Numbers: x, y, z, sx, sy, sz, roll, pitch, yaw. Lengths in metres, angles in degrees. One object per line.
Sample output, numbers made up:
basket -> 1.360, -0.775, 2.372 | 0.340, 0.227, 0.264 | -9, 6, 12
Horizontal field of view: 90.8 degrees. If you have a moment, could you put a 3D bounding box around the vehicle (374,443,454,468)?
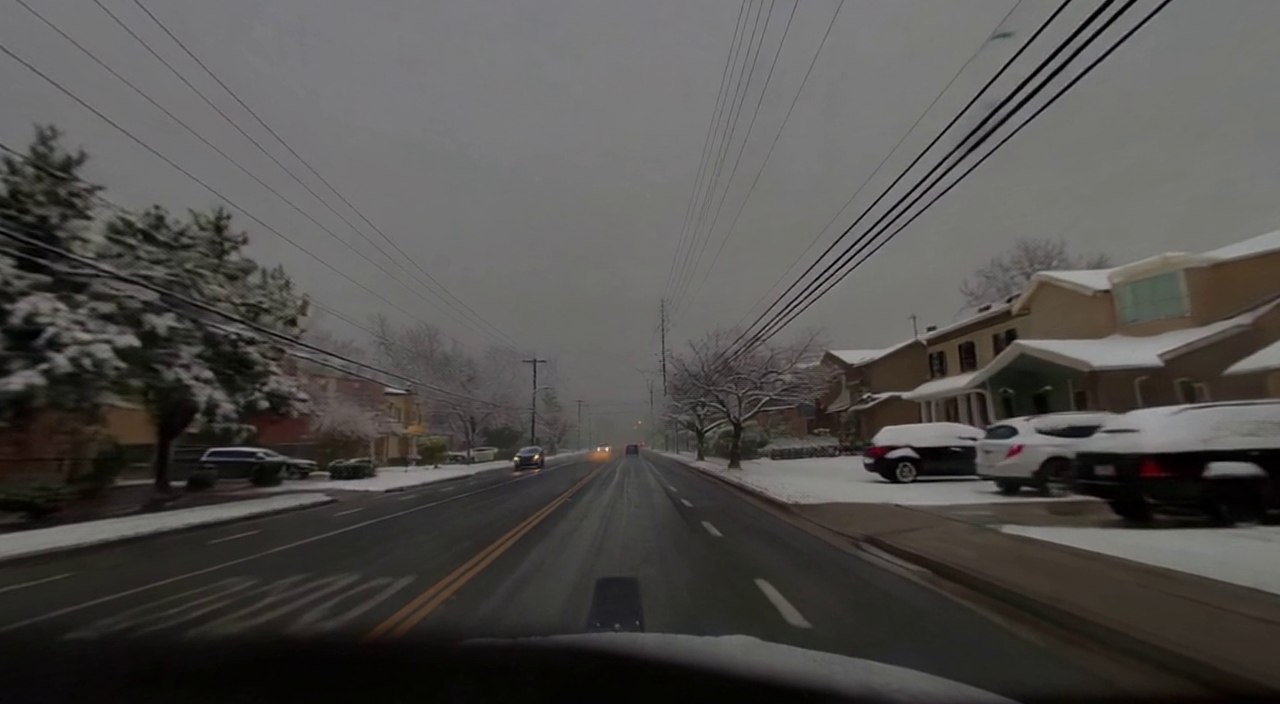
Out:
vehicle -> -15.238, 6.977, 42.822 | 4.651, 1.615, 1.961 | 0, -8, 2

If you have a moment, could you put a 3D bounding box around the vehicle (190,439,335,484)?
vehicle -> -15.113, 4.391, 25.502 | 4.501, 1.689, 2.106 | 0, -8, 1

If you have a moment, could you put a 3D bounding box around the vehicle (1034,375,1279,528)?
vehicle -> 8.843, 1.424, 9.173 | 4.747, 1.942, 2.158 | 0, -8, 0

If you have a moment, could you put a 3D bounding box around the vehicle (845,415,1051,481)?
vehicle -> 9.256, 2.936, 19.386 | 5.212, 1.853, 2.062 | 0, -8, 1
